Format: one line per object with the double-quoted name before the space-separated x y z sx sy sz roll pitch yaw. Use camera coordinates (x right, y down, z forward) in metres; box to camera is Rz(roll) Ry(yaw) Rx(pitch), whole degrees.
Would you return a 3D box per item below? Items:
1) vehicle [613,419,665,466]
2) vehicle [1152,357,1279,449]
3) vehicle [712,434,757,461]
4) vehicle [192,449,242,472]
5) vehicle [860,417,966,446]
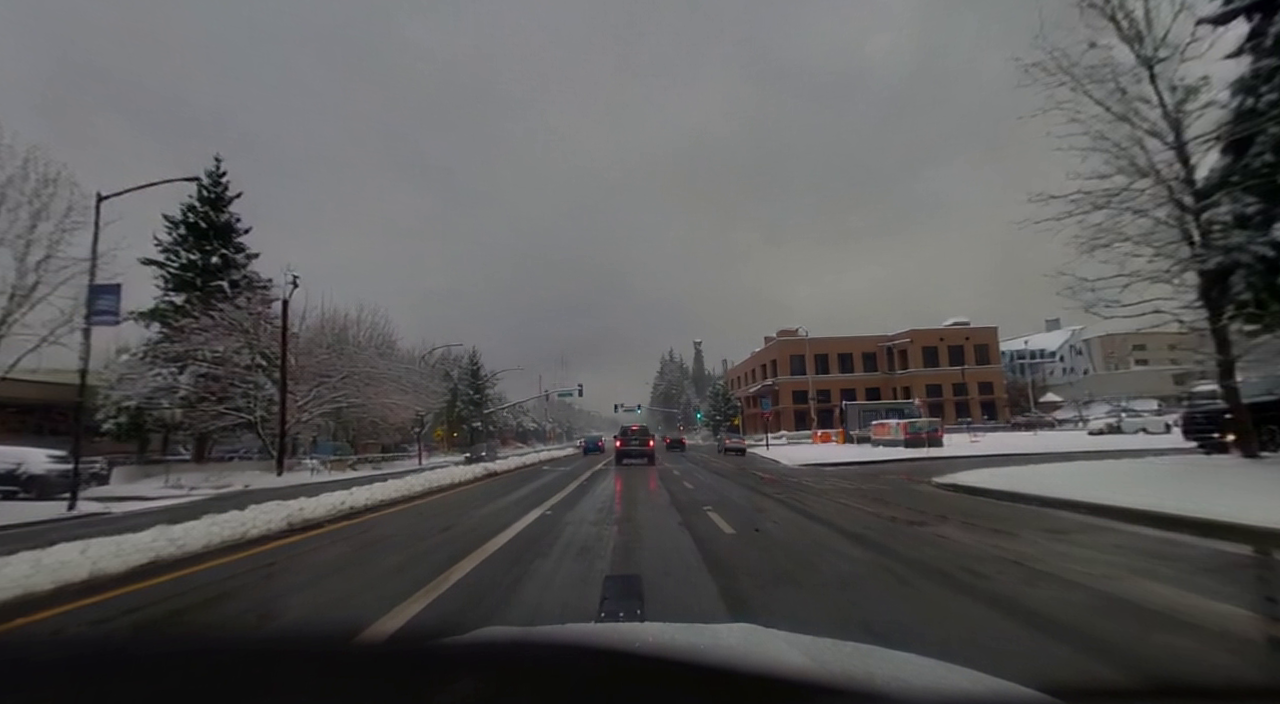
"vehicle" -0.113 4.532 31.508 2.350 2.122 5.801 0 -8 -1
"vehicle" 16.021 1.252 15.070 5.631 2.106 2.298 -7 -11 37
"vehicle" 5.517 5.645 37.385 2.145 1.503 4.267 0 -8 2
"vehicle" -33.224 8.475 49.348 4.692 1.720 1.941 -7 -11 40
"vehicle" 15.032 4.433 34.717 4.986 1.467 2.025 -6 -10 34
